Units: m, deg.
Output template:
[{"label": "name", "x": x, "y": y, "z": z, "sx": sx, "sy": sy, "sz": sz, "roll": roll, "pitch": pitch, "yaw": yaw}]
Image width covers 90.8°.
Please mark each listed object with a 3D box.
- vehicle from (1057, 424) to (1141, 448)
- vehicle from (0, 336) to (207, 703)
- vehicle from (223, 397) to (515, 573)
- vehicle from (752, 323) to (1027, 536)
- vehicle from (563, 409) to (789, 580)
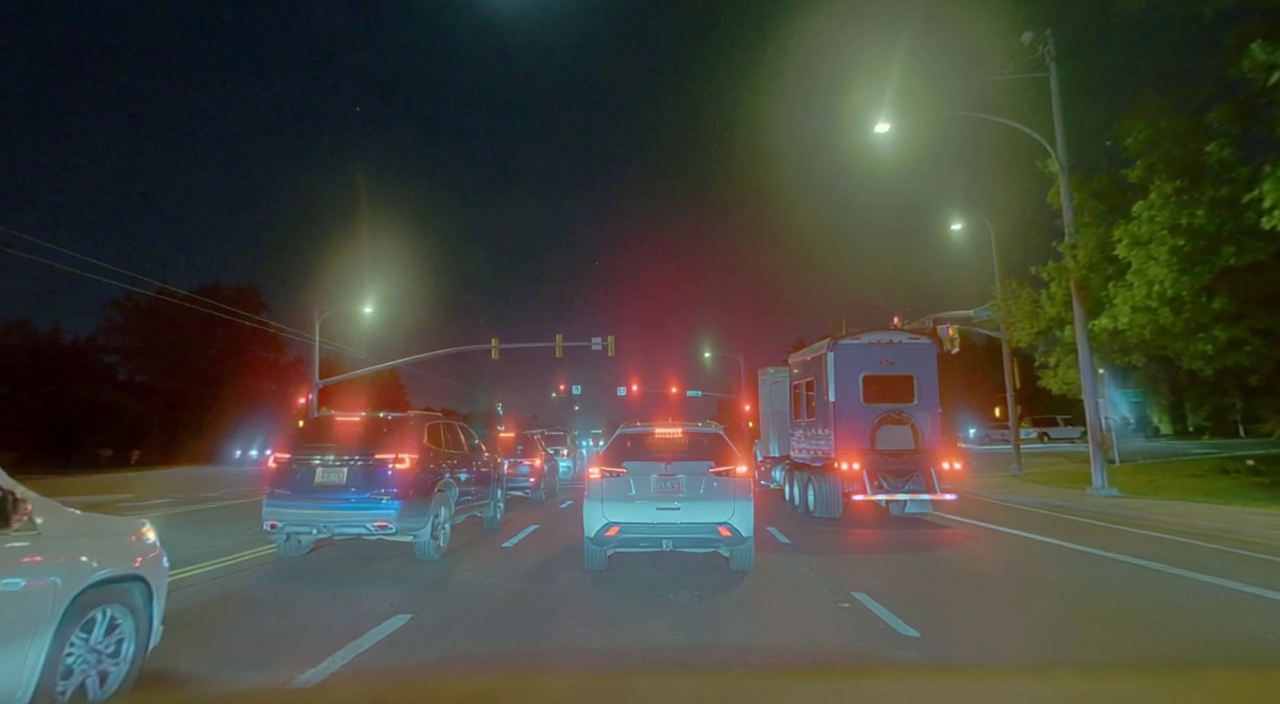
[{"label": "vehicle", "x": 33.191, "y": 6.130, "z": 45.860, "sx": 4.671, "sy": 1.595, "sz": 1.824, "roll": -5, "pitch": -10, "yaw": 31}, {"label": "vehicle", "x": -3.432, "y": 0.670, "z": 1.474, "sx": 1.952, "sy": 1.730, "sz": 4.116, "roll": 0, "pitch": -9, "yaw": -1}, {"label": "vehicle", "x": -3.265, "y": 1.712, "z": 8.841, "sx": 2.085, "sy": 1.812, "sz": 4.388, "roll": 0, "pitch": -9, "yaw": 0}, {"label": "vehicle", "x": 3.690, "y": 1.393, "z": 10.989, "sx": 2.531, "sy": 2.750, "sz": 5.595, "roll": 0, "pitch": -9, "yaw": 1}, {"label": "vehicle", "x": 0.357, "y": 1.704, "z": 8.314, "sx": 2.189, "sy": 1.649, "sz": 4.171, "roll": 0, "pitch": -9, "yaw": 0}]
